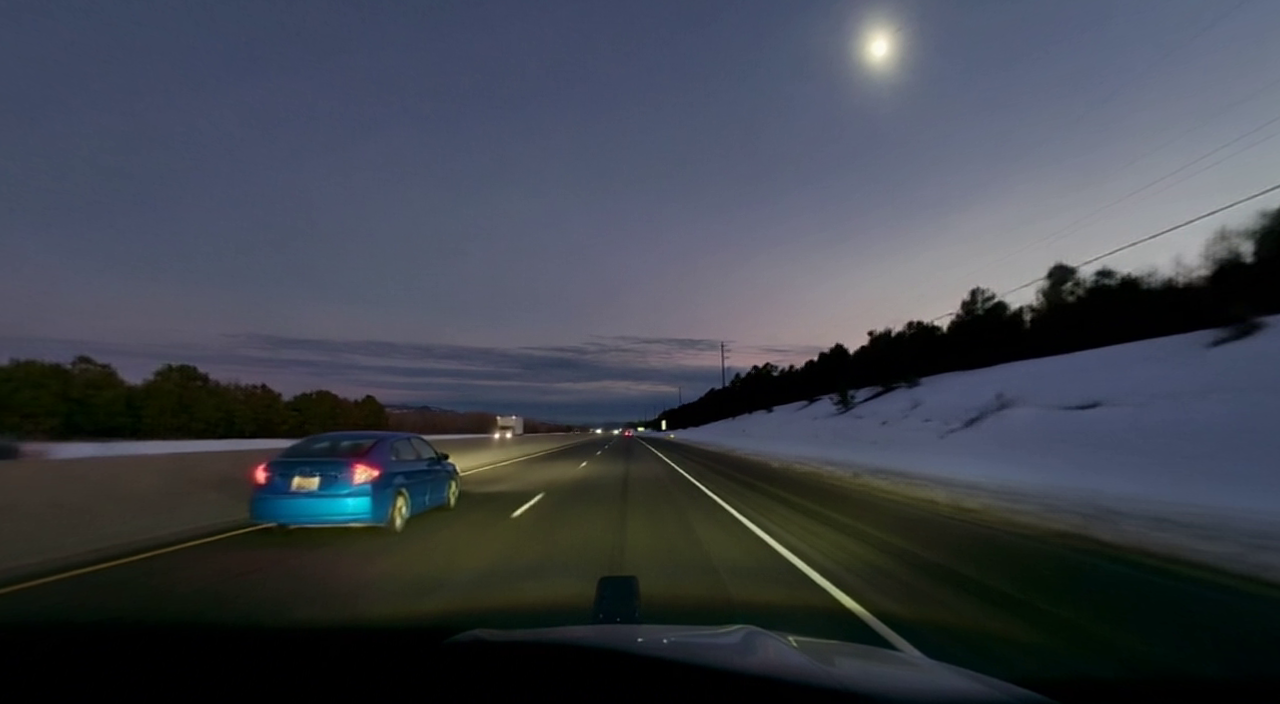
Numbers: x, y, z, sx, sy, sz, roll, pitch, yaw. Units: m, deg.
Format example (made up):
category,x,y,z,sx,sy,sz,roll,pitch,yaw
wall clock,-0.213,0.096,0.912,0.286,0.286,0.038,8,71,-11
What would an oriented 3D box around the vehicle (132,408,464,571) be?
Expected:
category,x,y,z,sx,sy,sz,roll,pitch,yaw
vehicle,-3.818,1.580,8.024,1.999,1.536,3.969,0,-8,0
